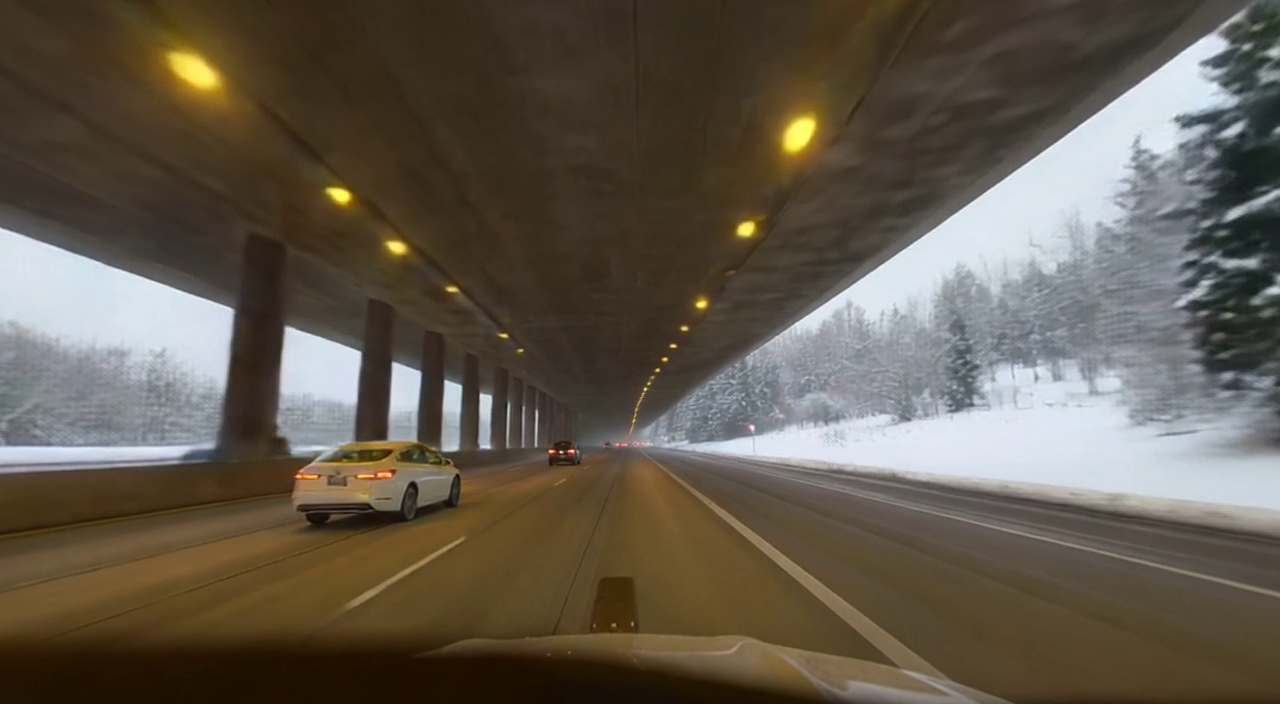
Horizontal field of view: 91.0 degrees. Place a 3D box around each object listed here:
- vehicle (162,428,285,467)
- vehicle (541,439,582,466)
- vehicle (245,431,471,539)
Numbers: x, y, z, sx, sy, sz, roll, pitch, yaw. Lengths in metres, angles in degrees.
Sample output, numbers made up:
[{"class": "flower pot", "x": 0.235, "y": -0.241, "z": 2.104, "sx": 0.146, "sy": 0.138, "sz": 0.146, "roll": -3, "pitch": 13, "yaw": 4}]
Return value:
[{"class": "vehicle", "x": -17.277, "y": 4.012, "z": 26.482, "sx": 1.818, "sy": 1.450, "sz": 4.837, "roll": -1, "pitch": -8, "yaw": 1}, {"class": "vehicle", "x": -4.586, "y": 5.957, "z": 37.374, "sx": 1.973, "sy": 1.474, "sz": 4.199, "roll": 0, "pitch": -8, "yaw": -1}, {"class": "vehicle", "x": -4.404, "y": 2.113, "z": 10.702, "sx": 1.885, "sy": 1.424, "sz": 4.230, "roll": 0, "pitch": -8, "yaw": 0}]
